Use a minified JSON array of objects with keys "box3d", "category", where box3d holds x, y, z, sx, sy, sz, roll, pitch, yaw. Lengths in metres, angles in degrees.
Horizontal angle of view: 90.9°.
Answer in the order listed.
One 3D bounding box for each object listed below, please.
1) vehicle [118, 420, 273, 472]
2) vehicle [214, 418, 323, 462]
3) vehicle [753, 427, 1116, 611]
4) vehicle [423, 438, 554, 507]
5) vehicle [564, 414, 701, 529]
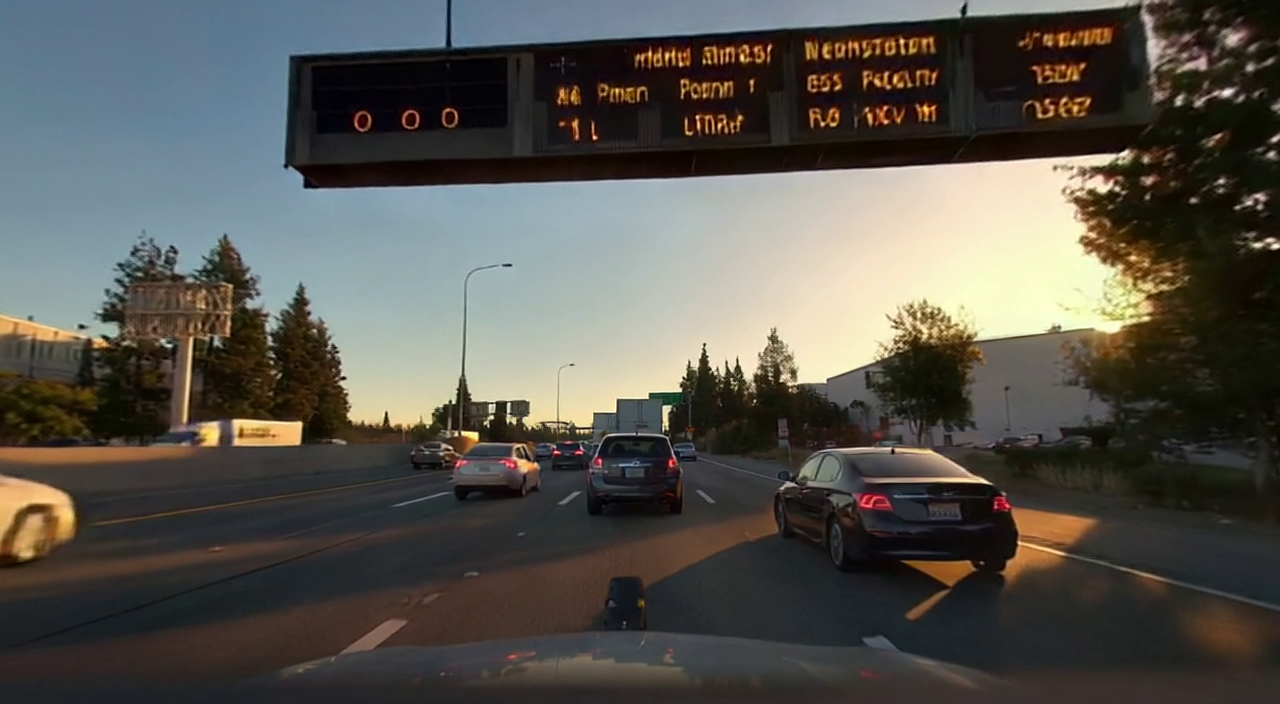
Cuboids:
[{"box3d":[-28.253,6.084,40.928,2.942,2.947,9.596,0,-9,1],"category":"vehicle"},{"box3d":[-28.325,6.851,48.744,2.826,2.992,9.022,0,-9,1],"category":"vehicle"},{"box3d":[2.804,1.696,7.422,2.018,1.470,4.491,0,-9,-1],"category":"vehicle"},{"box3d":[-3.570,2.944,15.865,2.132,1.464,4.481,0,-9,1],"category":"vehicle"},{"box3d":[-0.121,2.180,11.949,2.152,1.779,3.924,0,-9,0],"category":"vehicle"}]
